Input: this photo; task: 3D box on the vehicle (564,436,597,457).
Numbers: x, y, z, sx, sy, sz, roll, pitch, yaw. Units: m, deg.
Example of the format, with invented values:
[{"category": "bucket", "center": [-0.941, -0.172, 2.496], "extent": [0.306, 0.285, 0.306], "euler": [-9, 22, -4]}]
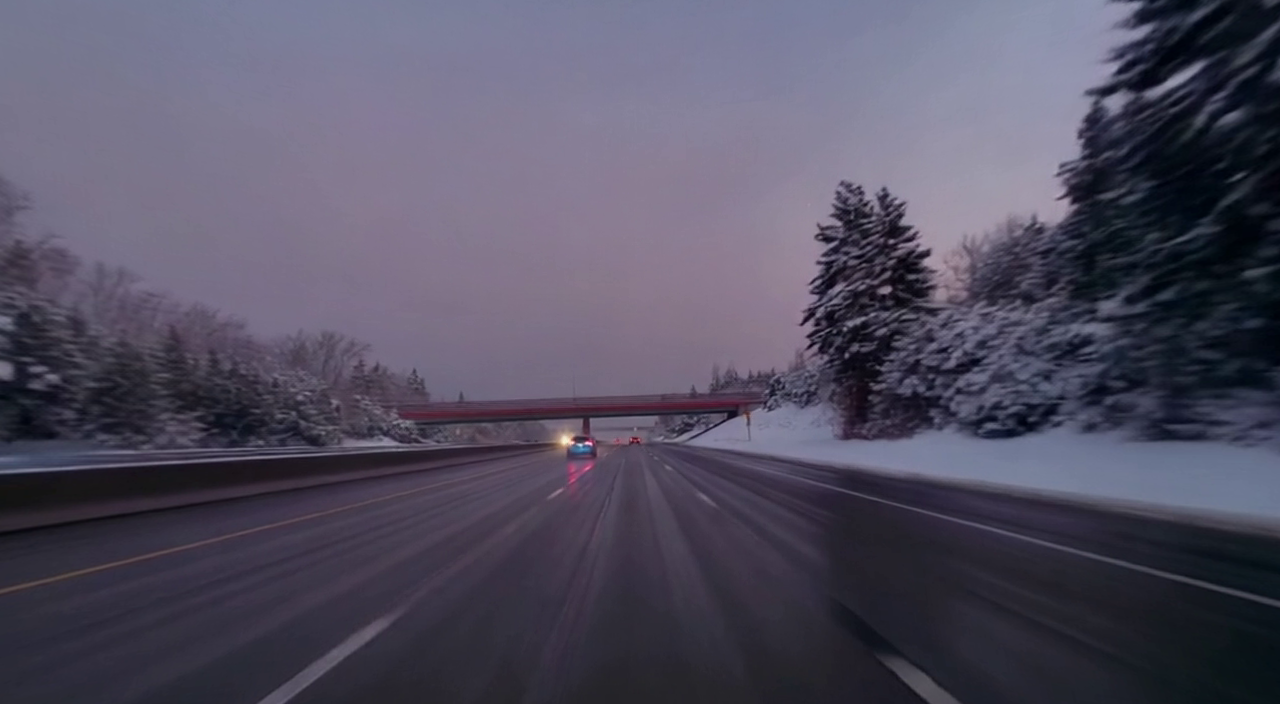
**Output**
[{"category": "vehicle", "center": [-4.479, 7.194, 48.263], "extent": [2.074, 1.535, 4.437], "euler": [0, -8, 0]}]
